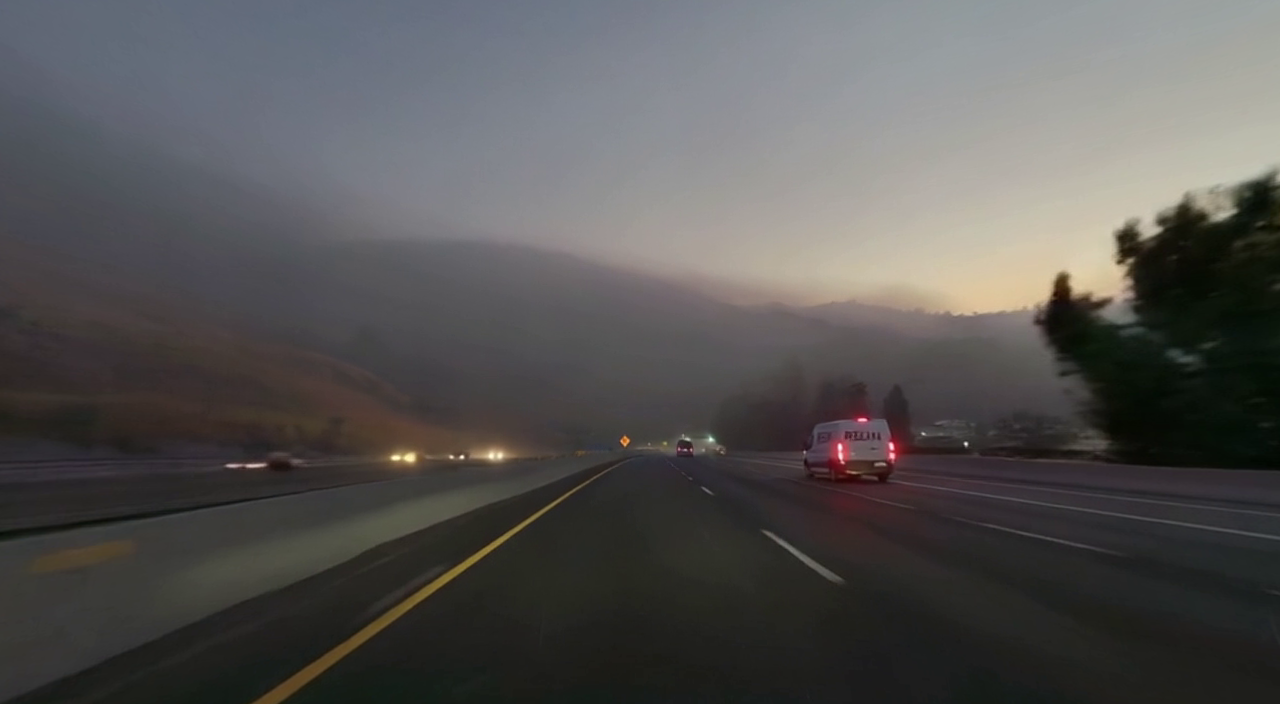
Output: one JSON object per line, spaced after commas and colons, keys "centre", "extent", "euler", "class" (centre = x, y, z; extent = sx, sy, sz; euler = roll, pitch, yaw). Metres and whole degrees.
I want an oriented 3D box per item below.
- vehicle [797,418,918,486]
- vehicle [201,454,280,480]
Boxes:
{"centre": [7.422, 3.491, 22.332], "extent": [2.275, 2.059, 5.543], "euler": [0, -8, 0], "class": "vehicle"}
{"centre": [-25.051, 7.183, 39.741], "extent": [1.872, 1.450, 4.701], "euler": [0, -8, 0], "class": "vehicle"}
